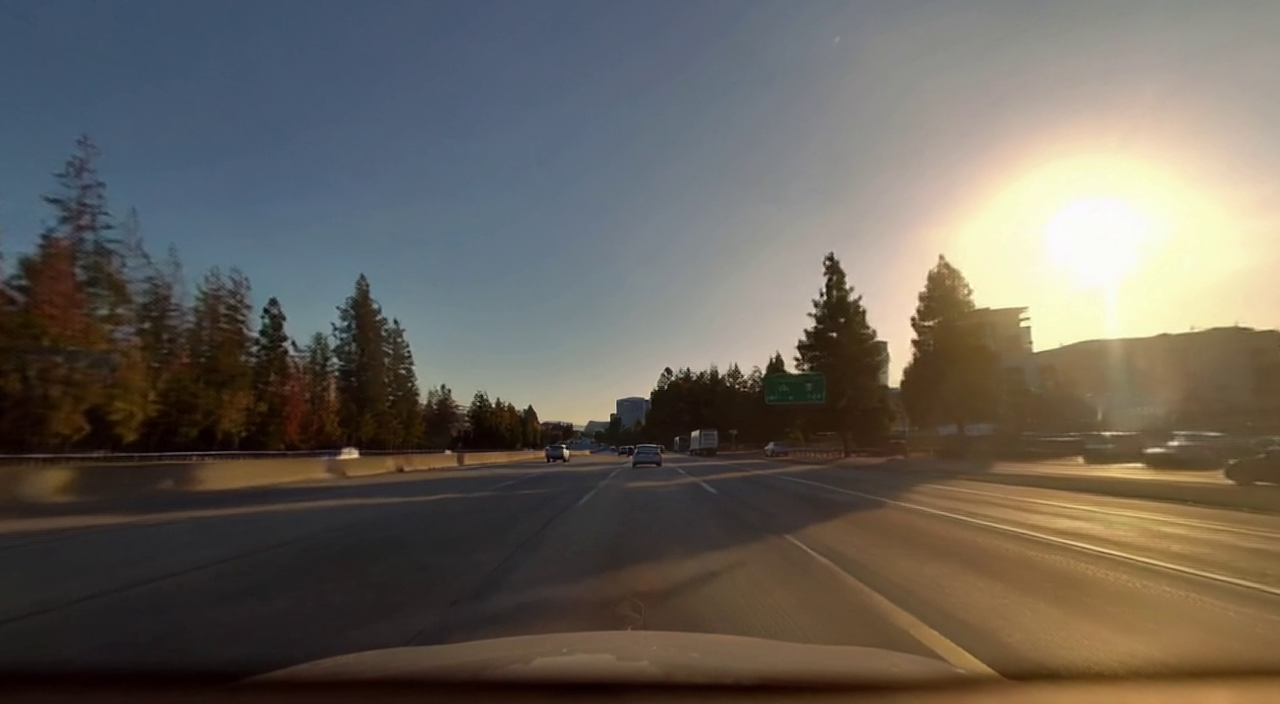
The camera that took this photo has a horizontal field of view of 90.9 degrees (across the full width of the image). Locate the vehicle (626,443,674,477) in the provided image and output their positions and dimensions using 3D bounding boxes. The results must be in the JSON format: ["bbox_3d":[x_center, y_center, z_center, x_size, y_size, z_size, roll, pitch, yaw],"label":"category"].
[{"bbox_3d":[0.413,5.057,29.917,2.112,1.482,4.082,0,-8,0],"label":"vehicle"}]
